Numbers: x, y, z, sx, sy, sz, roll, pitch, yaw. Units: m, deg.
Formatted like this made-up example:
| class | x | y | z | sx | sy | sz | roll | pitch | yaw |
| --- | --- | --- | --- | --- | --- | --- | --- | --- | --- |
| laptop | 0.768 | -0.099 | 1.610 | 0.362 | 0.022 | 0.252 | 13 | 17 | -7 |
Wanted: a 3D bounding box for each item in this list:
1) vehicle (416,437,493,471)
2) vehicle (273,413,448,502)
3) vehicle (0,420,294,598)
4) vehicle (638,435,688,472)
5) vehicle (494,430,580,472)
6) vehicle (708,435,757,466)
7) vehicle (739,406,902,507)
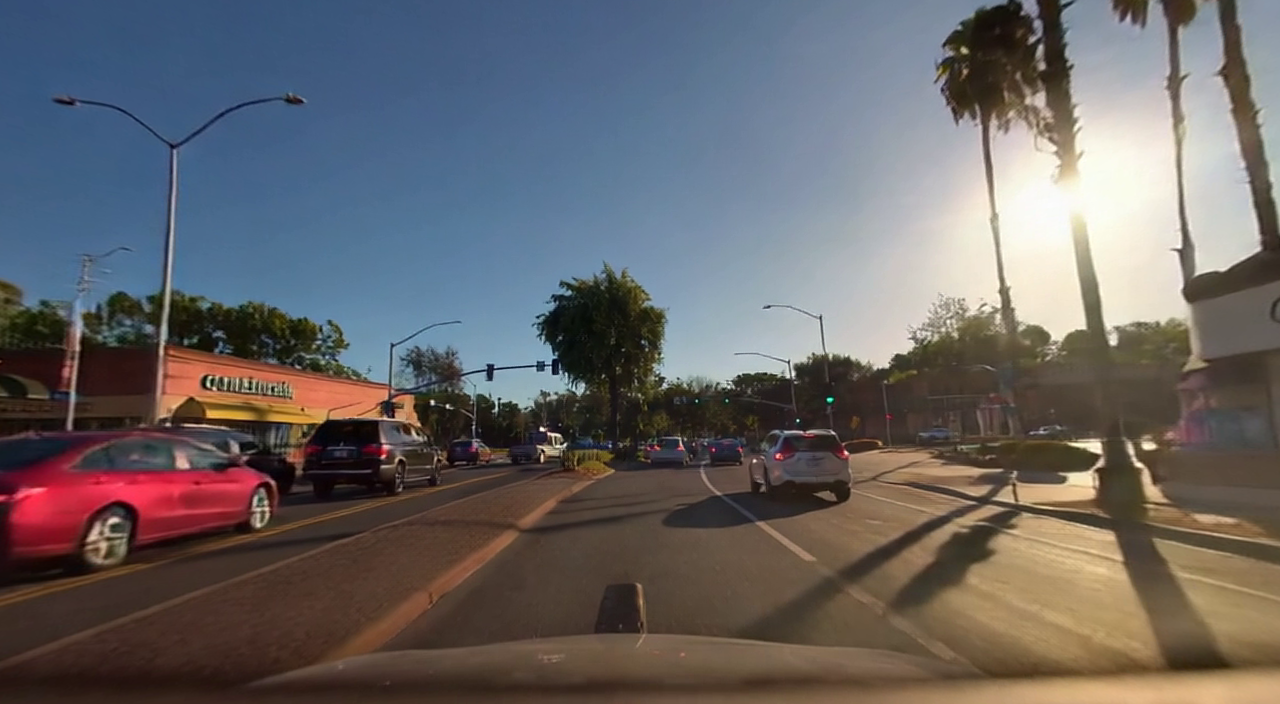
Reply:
| class | x | y | z | sx | sy | sz | roll | pitch | yaw |
| --- | --- | --- | --- | --- | --- | --- | --- | --- | --- |
| vehicle | -8.667 | 4.800 | 29.958 | 2.017 | 1.472 | 4.418 | -1 | -8 | 4 |
| vehicle | -6.723 | 2.608 | 15.941 | 2.127 | 1.888 | 4.637 | -1 | -8 | 2 |
| vehicle | -6.329 | 1.592 | 7.144 | 1.935 | 1.483 | 4.973 | 0 | -8 | 1 |
| vehicle | 1.084 | 4.530 | 28.320 | 2.057 | 1.492 | 3.825 | -1 | -8 | 4 |
| vehicle | -4.570 | 4.502 | 28.910 | 2.088 | 1.746 | 4.650 | -3 | -9 | 16 |
| vehicle | 4.775 | 5.134 | 33.073 | 2.149 | 1.532 | 4.168 | -1 | -8 | 3 |
| vehicle | 3.888 | 2.392 | 14.789 | 2.267 | 1.931 | 5.145 | 0 | -8 | 0 |
